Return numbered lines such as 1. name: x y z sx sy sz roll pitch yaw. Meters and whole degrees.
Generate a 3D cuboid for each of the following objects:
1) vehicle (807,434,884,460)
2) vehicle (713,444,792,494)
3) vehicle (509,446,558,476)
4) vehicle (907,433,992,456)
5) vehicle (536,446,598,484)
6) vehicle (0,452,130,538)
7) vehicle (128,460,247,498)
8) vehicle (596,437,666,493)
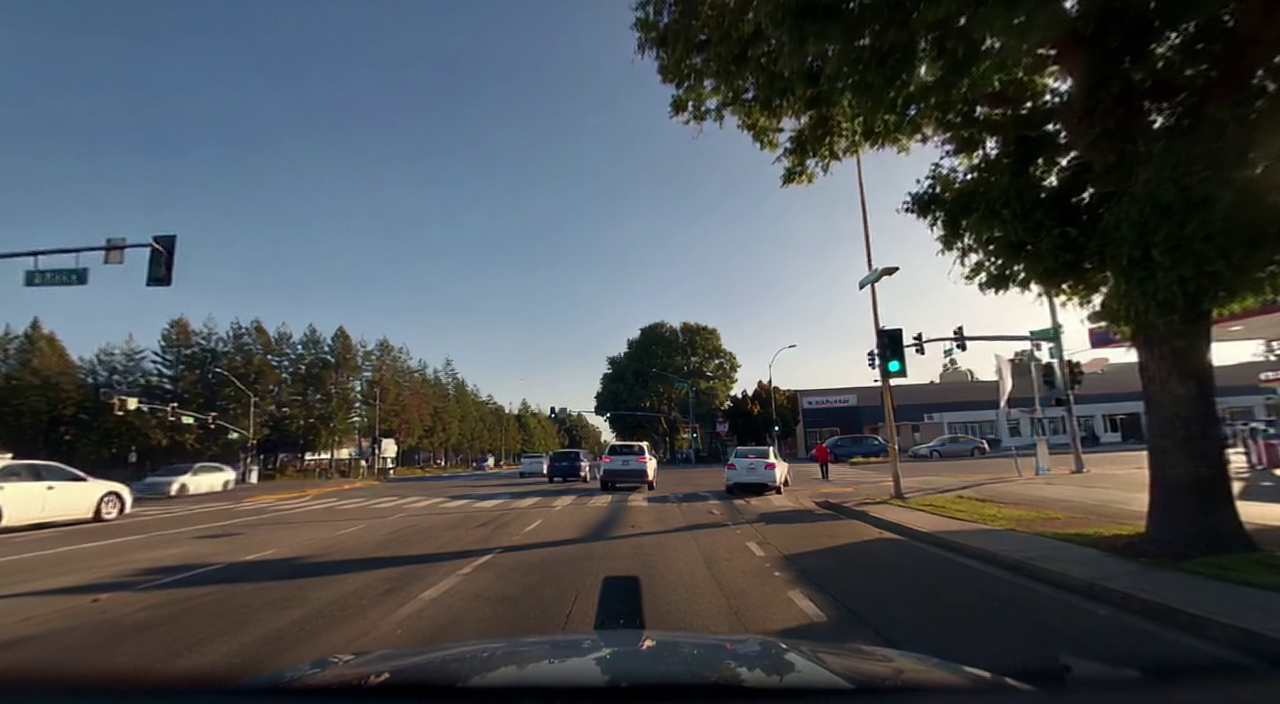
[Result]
1. vehicle: 13.797 6.427 42.604 4.524 1.681 1.823 0 -8 0
2. vehicle: 3.880 3.839 21.156 1.976 1.462 4.342 -3 -9 18
3. vehicle: -6.345 6.502 38.051 2.018 1.692 4.226 -1 -8 3
4. vehicle: 20.684 6.200 42.326 4.700 1.417 1.789 0 -8 2
5. vehicle: -3.072 4.856 27.535 2.003 1.492 4.291 -1 -8 3
6. vehicle: -13.446 2.899 12.980 1.995 1.626 4.592 0 -8 2
7. vehicle: -21.032 5.902 29.684 1.949 1.480 4.932 0 -8 1
8. vehicle: -0.227 3.860 22.000 2.210 1.722 4.215 0 -8 2
